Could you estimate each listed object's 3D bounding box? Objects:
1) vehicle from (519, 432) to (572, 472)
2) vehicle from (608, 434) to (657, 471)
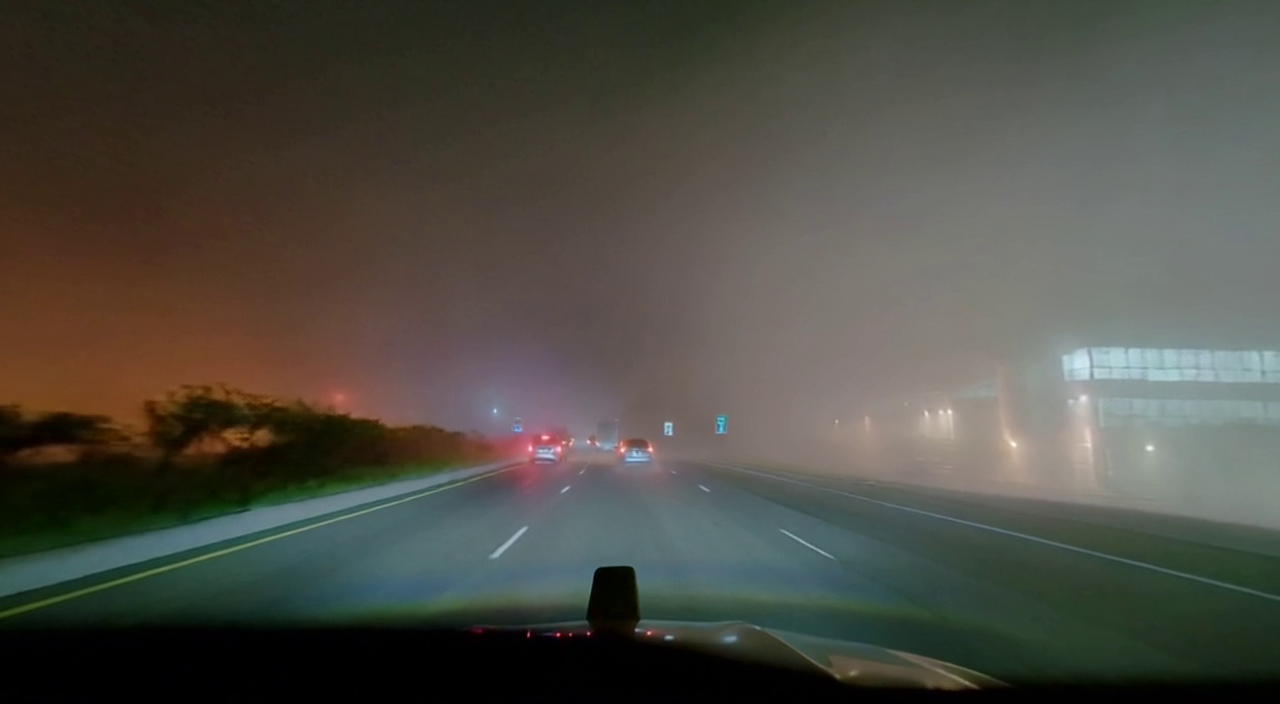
[{"bbox_3d":[-4.442,4.770,30.233,2.080,1.733,4.410,0,-8,-3],"label":"vehicle"},{"bbox_3d":[-0.422,4.779,30.161,2.078,1.608,3.982,0,-8,-5],"label":"vehicle"}]
